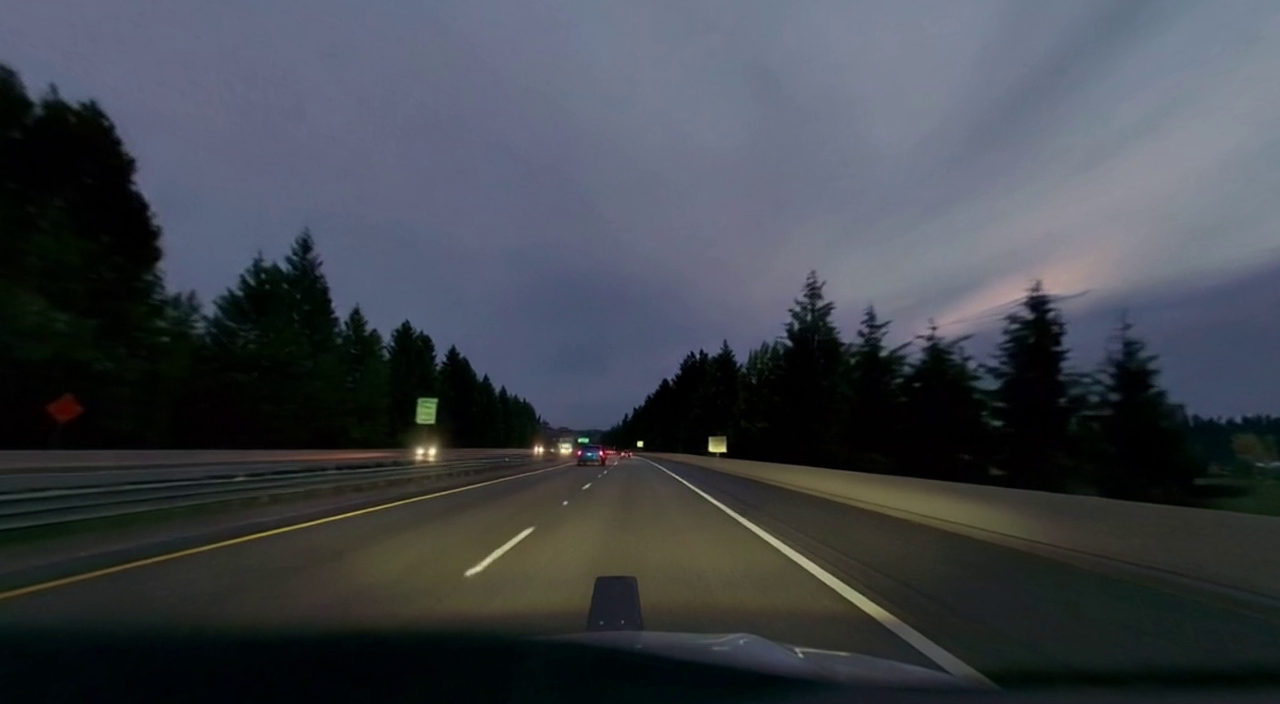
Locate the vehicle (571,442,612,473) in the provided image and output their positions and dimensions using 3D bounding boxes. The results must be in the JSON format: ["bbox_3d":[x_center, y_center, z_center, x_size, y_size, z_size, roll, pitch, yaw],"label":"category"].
[{"bbox_3d":[-2.960,6.574,39.429,2.135,1.755,4.476,0,-9,0],"label":"vehicle"}]
